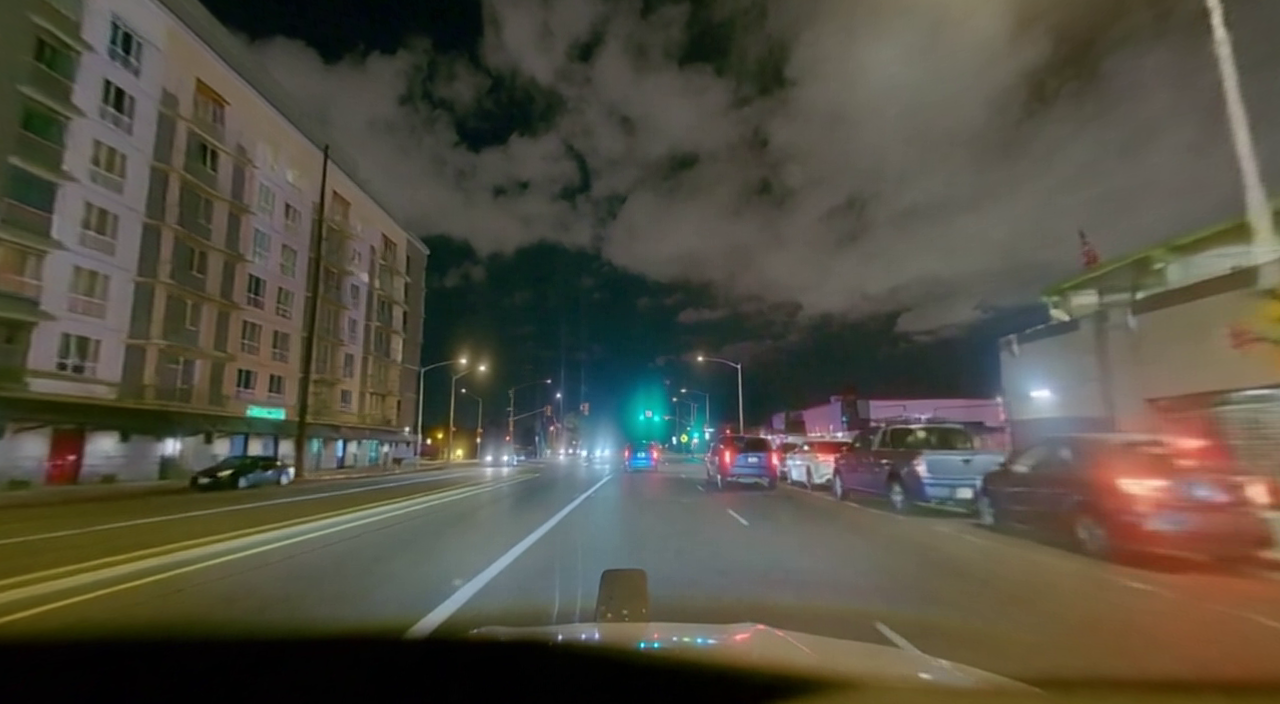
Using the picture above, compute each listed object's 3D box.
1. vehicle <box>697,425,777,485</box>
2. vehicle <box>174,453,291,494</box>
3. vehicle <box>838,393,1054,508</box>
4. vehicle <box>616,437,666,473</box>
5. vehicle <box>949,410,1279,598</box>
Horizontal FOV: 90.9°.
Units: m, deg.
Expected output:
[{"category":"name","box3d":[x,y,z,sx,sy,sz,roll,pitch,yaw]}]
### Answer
[{"category":"vehicle","box3d":[3.463,3.793,23.453,2.159,1.938,4.836,0,-8,0]},{"category":"vehicle","box3d":[-17.407,5.169,27.250,1.924,1.558,4.620,0,-8,1]},{"category":"vehicle","box3d":[6.759,2.283,14.881,2.396,2.218,5.242,0,-8,0]},{"category":"vehicle","box3d":[0.048,4.952,30.376,2.245,1.587,4.094,0,-8,0]},{"category":"vehicle","box3d":[6.733,1.909,8.933,2.176,1.901,4.887,0,-8,0]}]
